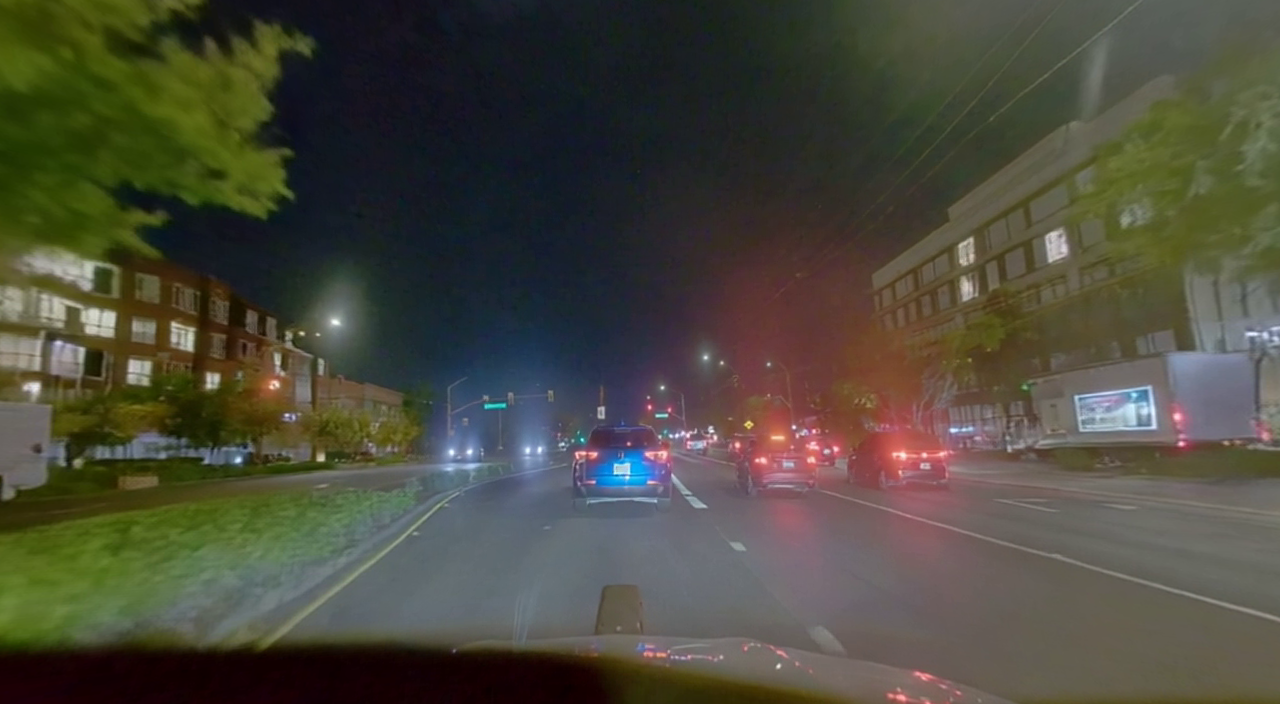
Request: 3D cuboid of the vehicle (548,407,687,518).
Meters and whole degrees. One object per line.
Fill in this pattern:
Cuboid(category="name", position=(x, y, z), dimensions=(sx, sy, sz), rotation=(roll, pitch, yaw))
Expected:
Cuboid(category="vehicle", position=(-0.394, 2.130, 12.567), dimensions=(2.277, 1.816, 4.192), rotation=(0, -8, -1))

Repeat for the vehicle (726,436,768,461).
Cuboid(category="vehicle", position=(6.566, 5.956, 39.053), dimensions=(1.777, 1.443, 3.942), rotation=(0, -8, -1))

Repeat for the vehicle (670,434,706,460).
Cuboid(category="vehicle", position=(3.031, 6.124, 40.741), dimensions=(1.929, 1.590, 4.287), rotation=(0, -8, 0))

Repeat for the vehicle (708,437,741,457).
Cuboid(category="vehicle", position=(6.521, 7.368, 49.162), dimensions=(1.854, 1.466, 4.420), rotation=(0, -8, 0))

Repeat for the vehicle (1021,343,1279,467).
Cuboid(category="vehicle", position=(18.462, 2.232, 23.509), dimensions=(3.269, 3.755, 8.862), rotation=(0, -8, 2))
